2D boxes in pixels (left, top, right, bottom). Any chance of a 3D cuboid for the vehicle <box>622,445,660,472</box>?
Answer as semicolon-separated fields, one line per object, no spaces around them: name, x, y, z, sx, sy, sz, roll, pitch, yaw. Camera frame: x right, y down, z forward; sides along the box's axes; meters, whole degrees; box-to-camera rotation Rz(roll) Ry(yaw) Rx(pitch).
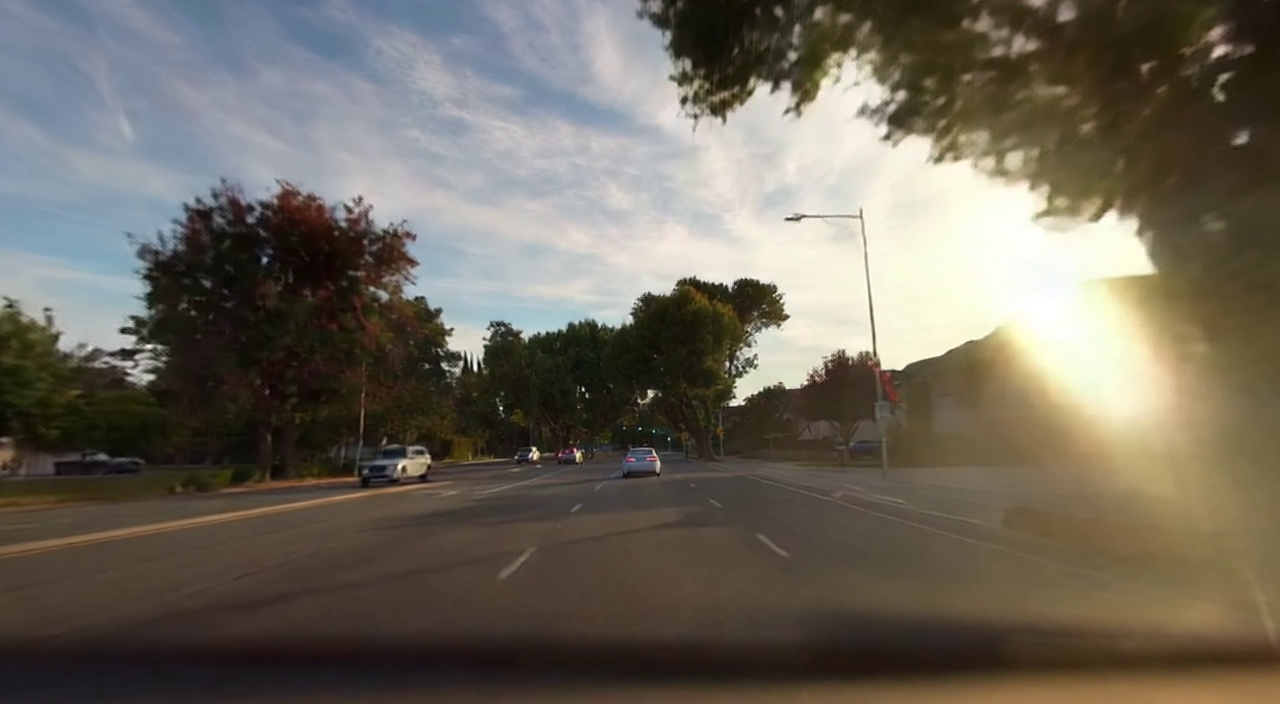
vehicle;0.091;6.333;37.620;2.106;1.517;4.375;0;-9;1

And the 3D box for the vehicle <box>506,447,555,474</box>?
vehicle;-6.352;6.348;36.970;2.014;1.472;4.357;0;-9;1

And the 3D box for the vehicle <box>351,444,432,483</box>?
vehicle;-13.660;6.168;35.105;2.301;1.967;5.468;0;-9;0
